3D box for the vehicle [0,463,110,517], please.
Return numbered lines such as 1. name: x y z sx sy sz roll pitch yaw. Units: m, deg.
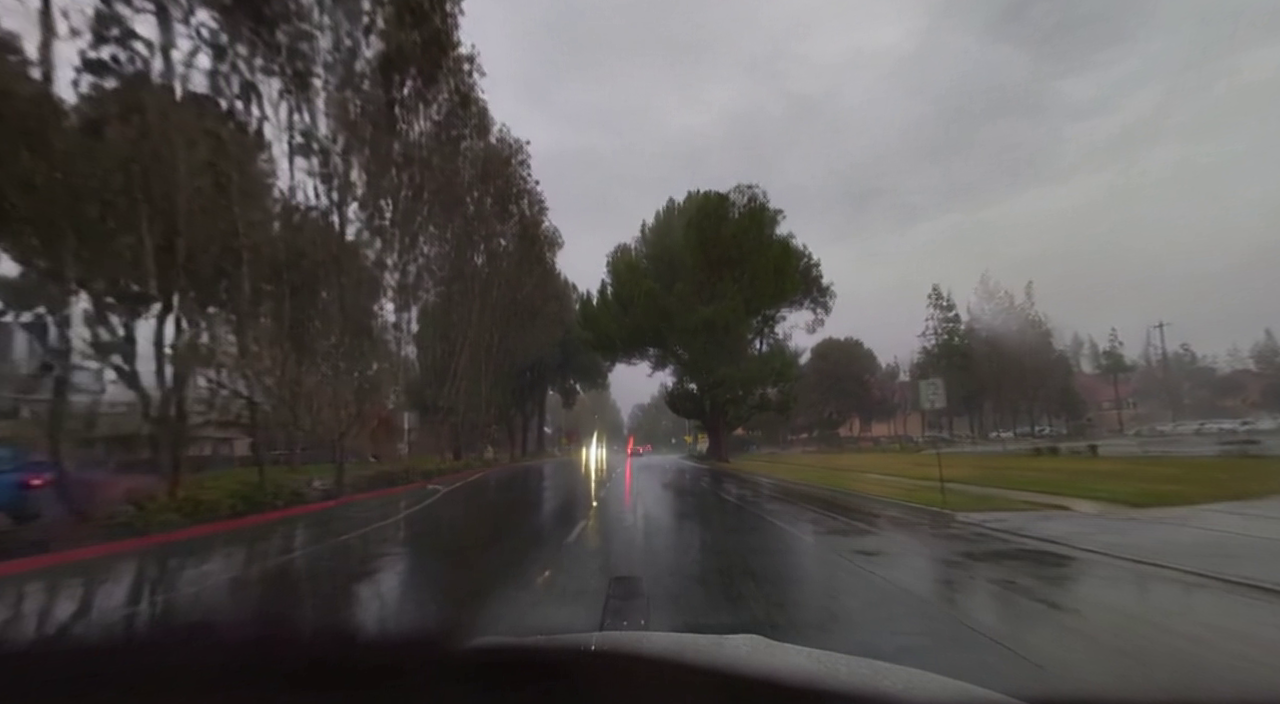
1. vehicle: -19.755 4.335 20.033 1.863 1.486 4.500 0 -9 0
